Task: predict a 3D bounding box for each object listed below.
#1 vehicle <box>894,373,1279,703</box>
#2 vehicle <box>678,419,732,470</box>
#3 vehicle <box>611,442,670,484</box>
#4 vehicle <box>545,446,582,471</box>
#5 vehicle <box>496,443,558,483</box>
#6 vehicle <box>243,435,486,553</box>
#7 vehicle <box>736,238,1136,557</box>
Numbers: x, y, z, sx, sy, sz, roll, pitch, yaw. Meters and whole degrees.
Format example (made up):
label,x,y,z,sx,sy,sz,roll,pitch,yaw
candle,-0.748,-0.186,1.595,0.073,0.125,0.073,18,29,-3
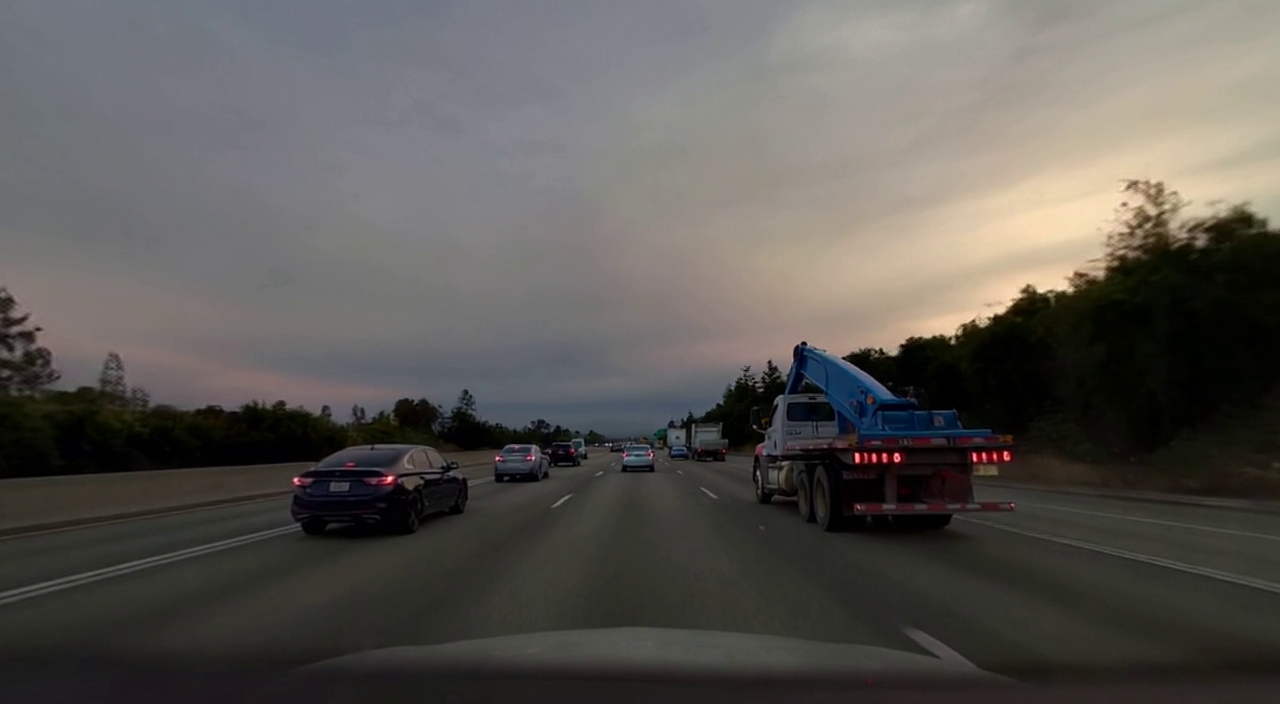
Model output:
label,x,y,z,sx,sy,sz,roll,pitch,yaw
vehicle,4.083,1.088,3.883,2.599,1.631,5.693,0,-9,0
vehicle,3.868,5.732,38.853,2.416,2.829,7.016,0,-9,-1
vehicle,-0.039,4.303,24.583,2.150,1.498,3.988,0,-9,-2
vehicle,-4.819,6.766,39.979,1.924,1.481,4.264,0,-9,-1
vehicle,-4.600,4.589,26.110,1.858,1.527,3.974,0,-9,0
vehicle,-4.181,2.219,10.577,1.880,1.507,4.757,0,-9,1
vehicle,3.926,1.098,11.308,2.975,3.618,8.456,0,-9,0
